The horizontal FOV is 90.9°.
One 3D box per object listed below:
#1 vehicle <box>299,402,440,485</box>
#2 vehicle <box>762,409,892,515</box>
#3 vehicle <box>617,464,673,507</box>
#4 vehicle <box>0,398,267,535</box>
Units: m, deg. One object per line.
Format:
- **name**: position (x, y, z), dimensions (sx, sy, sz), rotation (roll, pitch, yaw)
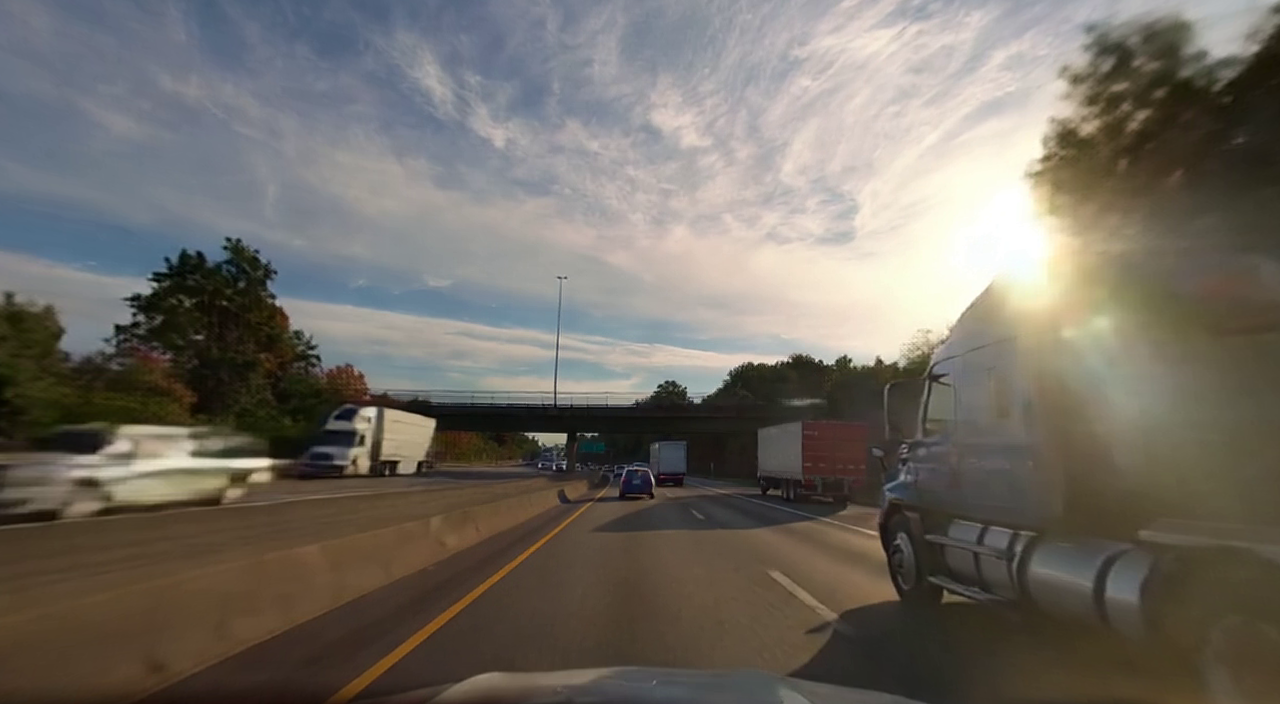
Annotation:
- **vehicle**: position (-13.196, 4.806, 31.978), dimensions (2.965, 3.557, 9.170), rotation (1, -11, 0)
- **vehicle**: position (7.413, 4.639, 26.393), dimensions (2.839, 3.684, 8.091), rotation (1, -11, -1)
- **vehicle**: position (0.164, 5.294, 25.185), dimensions (2.067, 1.552, 3.601), rotation (1, -11, 0)
- **vehicle**: position (-8.568, 1.851, 10.246), dimensions (1.963, 1.668, 4.888), rotation (1, -11, 0)
